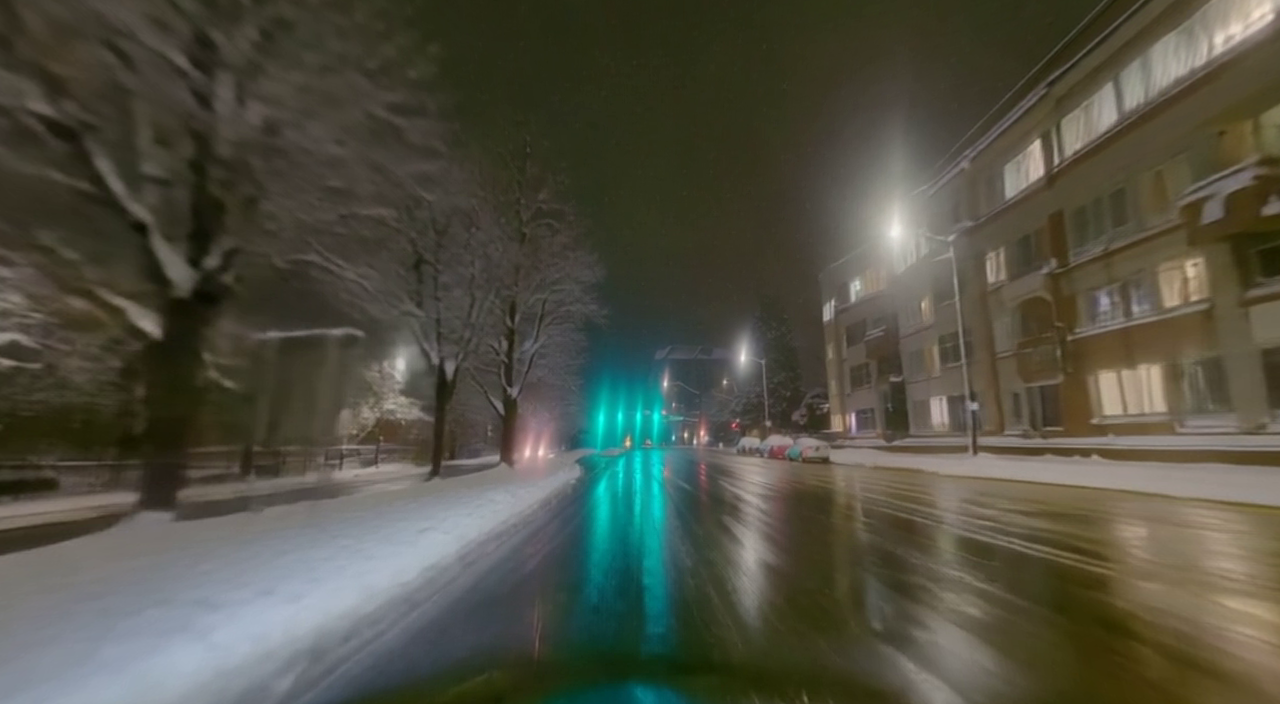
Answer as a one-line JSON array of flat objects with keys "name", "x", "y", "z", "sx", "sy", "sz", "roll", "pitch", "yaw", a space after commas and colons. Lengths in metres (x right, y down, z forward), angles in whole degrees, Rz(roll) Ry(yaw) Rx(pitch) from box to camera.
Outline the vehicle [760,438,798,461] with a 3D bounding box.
[{"name": "vehicle", "x": 10.370, "y": 7.309, "z": 47.431, "sx": 1.889, "sy": 1.631, "sz": 4.021, "roll": 0, "pitch": -8, "yaw": 0}]

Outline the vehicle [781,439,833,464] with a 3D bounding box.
[{"name": "vehicle", "x": 10.293, "y": 6.187, "z": 39.259, "sx": 1.956, "sy": 1.462, "sz": 4.306, "roll": 0, "pitch": -8, "yaw": -1}]
